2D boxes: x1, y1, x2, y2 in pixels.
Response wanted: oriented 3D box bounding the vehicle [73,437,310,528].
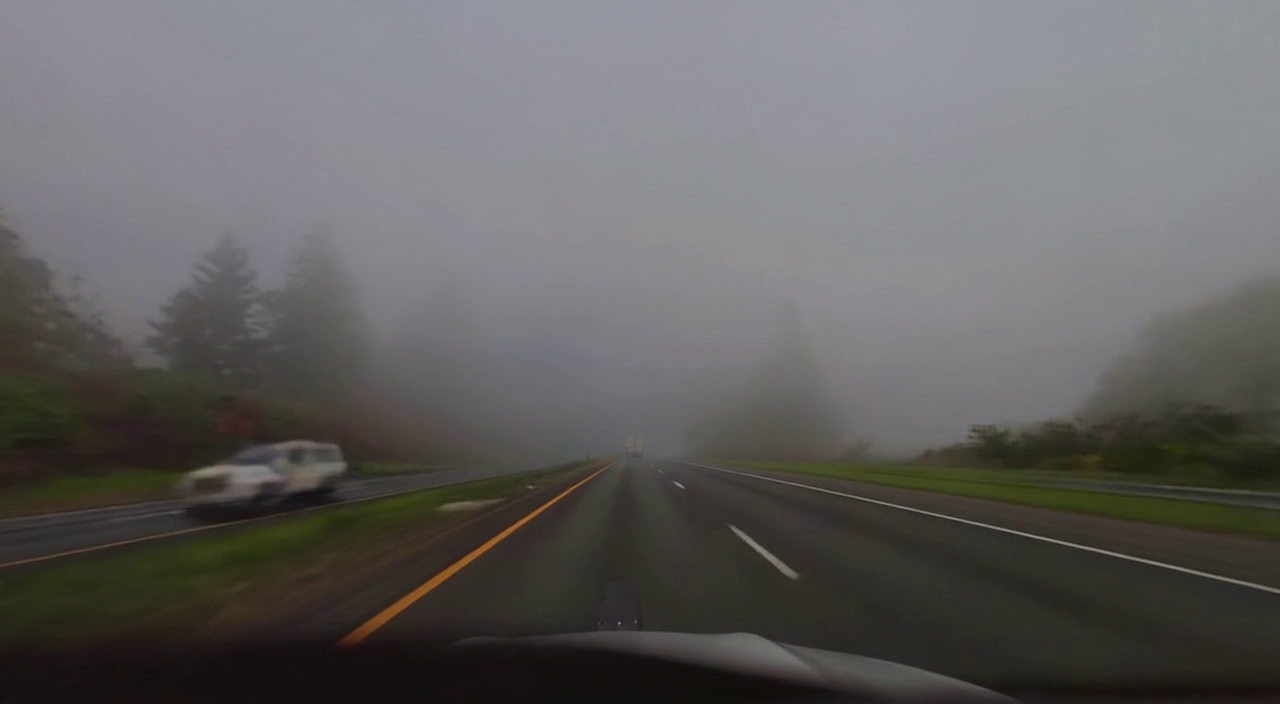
[{"bbox_3d":[-9.477,2.755,13.854,1.934,1.646,4.423,0,-9,0],"label":"vehicle"}]
